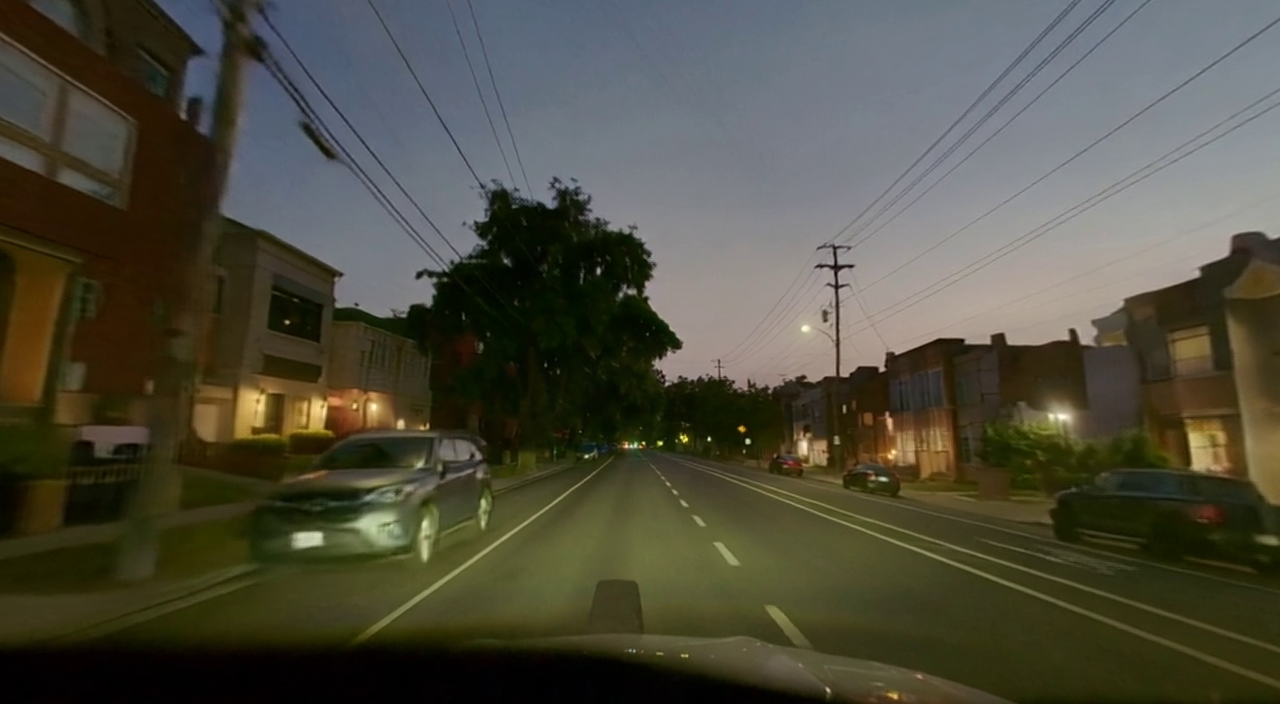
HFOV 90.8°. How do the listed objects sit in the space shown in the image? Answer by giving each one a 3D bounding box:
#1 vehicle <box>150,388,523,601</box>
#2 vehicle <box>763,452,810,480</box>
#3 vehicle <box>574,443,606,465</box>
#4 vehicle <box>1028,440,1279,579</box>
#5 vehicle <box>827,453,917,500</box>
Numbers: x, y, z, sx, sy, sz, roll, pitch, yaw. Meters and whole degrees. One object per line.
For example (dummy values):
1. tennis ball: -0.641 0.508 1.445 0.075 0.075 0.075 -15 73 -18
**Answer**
1. vehicle: -3.285 1.711 8.593 2.290 1.924 5.536 0 -9 0
2. vehicle: 9.464 7.374 41.147 1.930 1.456 4.511 8 -9 2
3. vehicle: -3.622 7.525 46.769 2.021 1.475 4.523 0 -9 0
4. vehicle: 9.610 2.711 11.448 2.156 1.882 4.790 8 -9 1
5. vehicle: 9.607 5.152 26.614 1.977 1.495 4.800 8 -9 1
